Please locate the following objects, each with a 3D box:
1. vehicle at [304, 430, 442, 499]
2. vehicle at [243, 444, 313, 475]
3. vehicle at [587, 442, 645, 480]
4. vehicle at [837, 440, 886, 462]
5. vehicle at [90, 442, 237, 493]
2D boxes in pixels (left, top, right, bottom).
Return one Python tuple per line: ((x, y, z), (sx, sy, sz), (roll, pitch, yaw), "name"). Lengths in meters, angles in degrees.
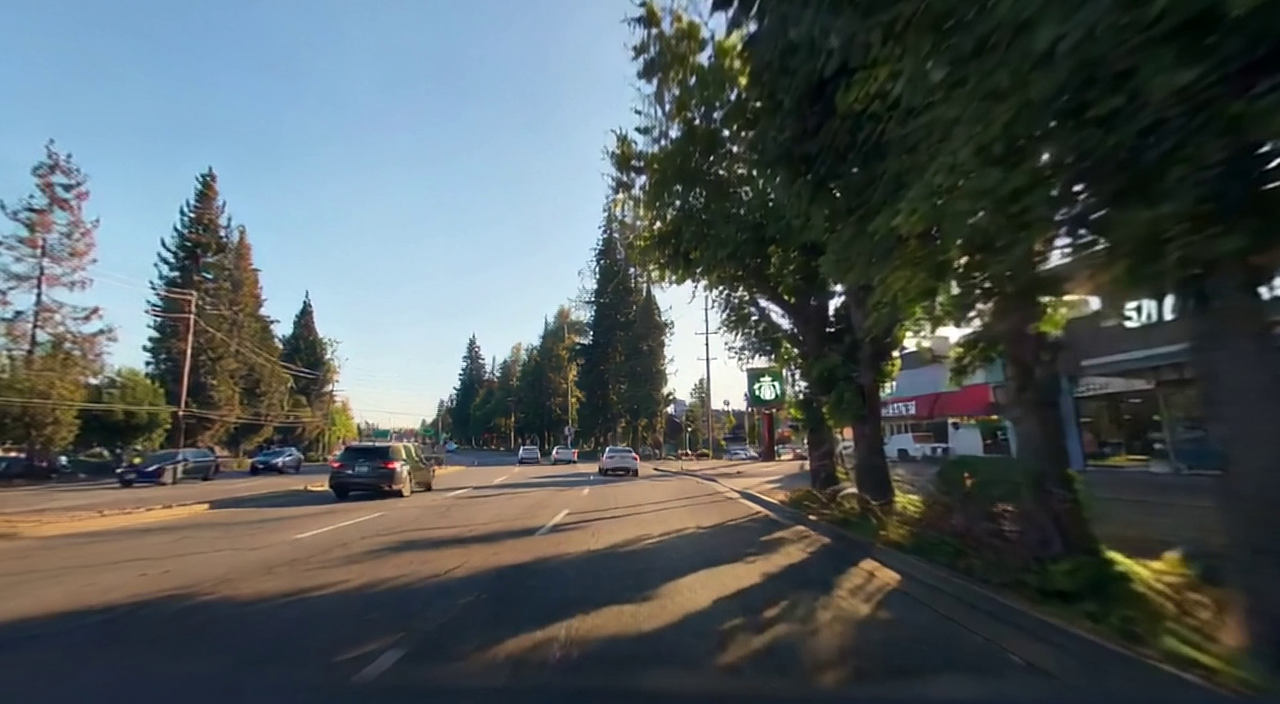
((-7.640, 3.259, 18.643), (2.195, 1.752, 4.515), (1, -9, -2), "vehicle")
((-25.148, 7.478, 44.086), (2.236, 1.962, 5.539), (0, -9, -8), "vehicle")
((-1.111, 4.632, 26.974), (2.130, 1.476, 4.453), (1, -9, -6), "vehicle")
((16.444, 7.387, 47.105), (1.795, 1.485, 4.601), (0, -9, -2), "vehicle")
((-18.997, 4.610, 25.560), (2.118, 1.853, 5.012), (1, -9, -2), "vehicle")
